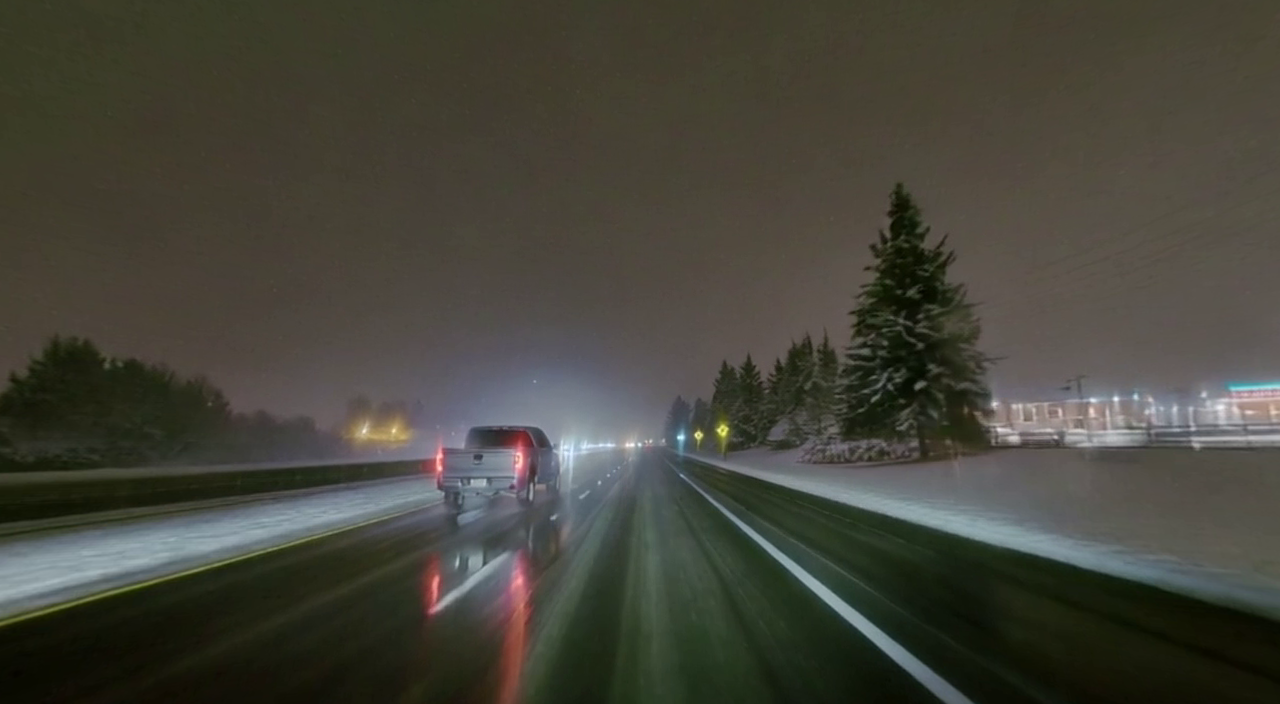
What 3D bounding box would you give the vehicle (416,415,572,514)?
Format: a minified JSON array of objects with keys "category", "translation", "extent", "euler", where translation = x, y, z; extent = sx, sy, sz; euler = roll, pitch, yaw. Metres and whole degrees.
[{"category":"vehicle","translation":[-3.213,2.654,15.419],"extent":[2.350,1.932,5.562],"euler":[-1,-8,2]}]
